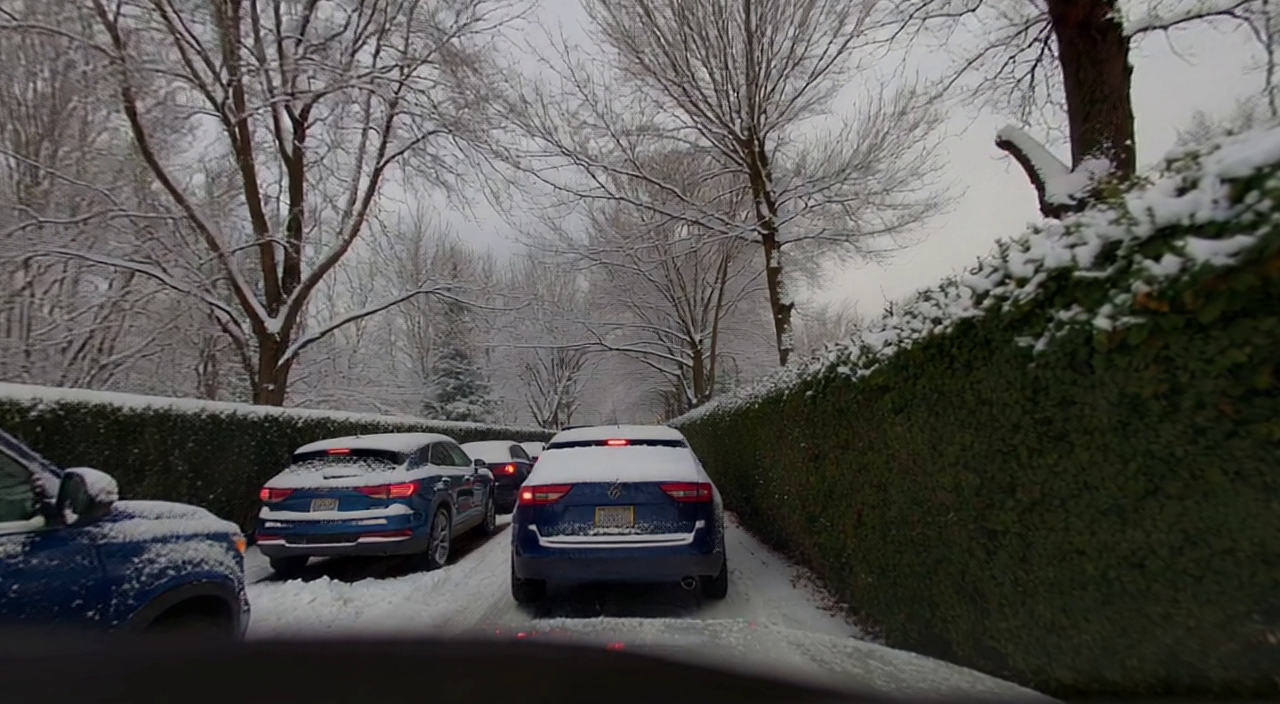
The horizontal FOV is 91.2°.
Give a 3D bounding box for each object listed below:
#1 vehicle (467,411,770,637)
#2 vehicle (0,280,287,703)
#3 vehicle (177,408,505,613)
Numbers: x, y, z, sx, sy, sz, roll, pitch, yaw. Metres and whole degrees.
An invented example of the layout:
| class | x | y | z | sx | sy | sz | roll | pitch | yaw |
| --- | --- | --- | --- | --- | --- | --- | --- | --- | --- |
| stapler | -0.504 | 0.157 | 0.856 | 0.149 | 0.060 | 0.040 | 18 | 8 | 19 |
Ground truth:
| class | x | y | z | sx | sy | sz | roll | pitch | yaw |
| --- | --- | --- | --- | --- | --- | --- | --- | --- | --- |
| vehicle | -0.181 | 1.544 | 6.564 | 2.154 | 1.581 | 4.007 | 0 | -9 | -1 |
| vehicle | -3.286 | 0.669 | 1.261 | 2.205 | 1.913 | 5.327 | -6 | -8 | -2 |
| vehicle | -3.412 | 1.848 | 8.308 | 2.256 | 1.728 | 4.421 | -6 | -8 | -2 |
